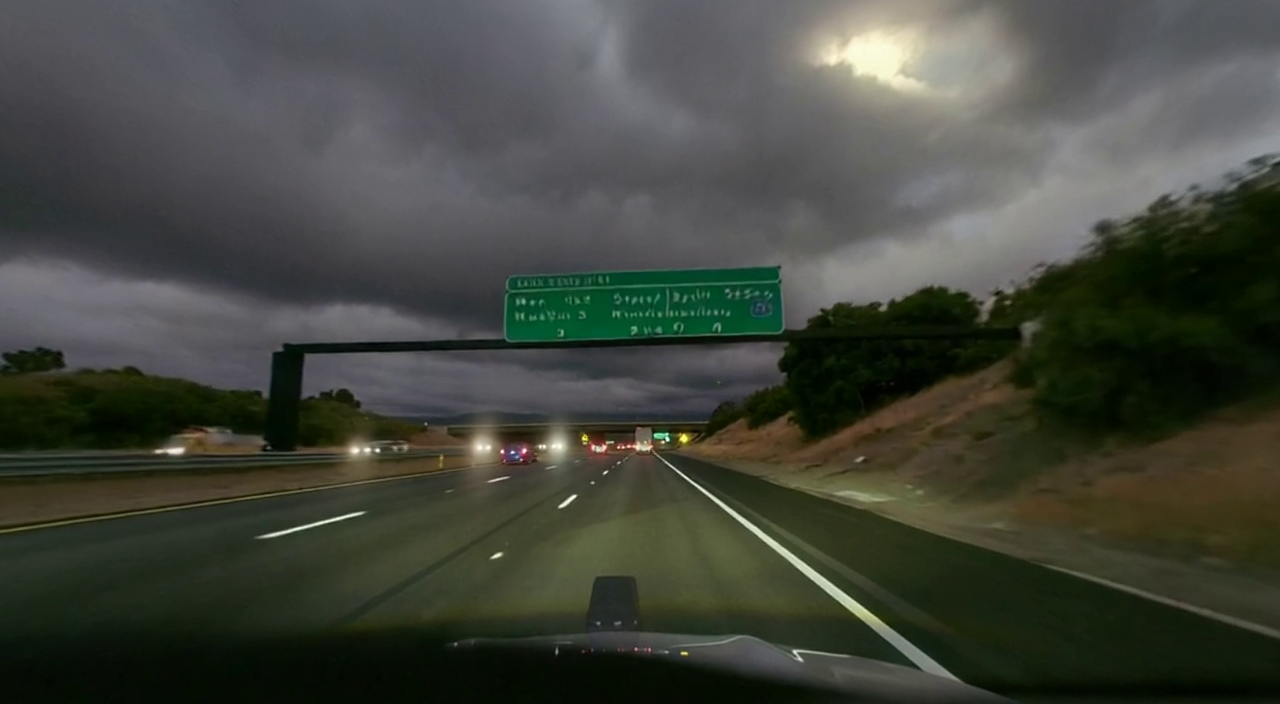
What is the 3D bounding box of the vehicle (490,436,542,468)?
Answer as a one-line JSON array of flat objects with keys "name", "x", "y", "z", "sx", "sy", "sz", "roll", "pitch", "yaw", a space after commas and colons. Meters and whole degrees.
[{"name": "vehicle", "x": -7.180, "y": 5.853, "z": 36.886, "sx": 2.070, "sy": 1.738, "sz": 4.733, "roll": 0, "pitch": -8, "yaw": 0}]
